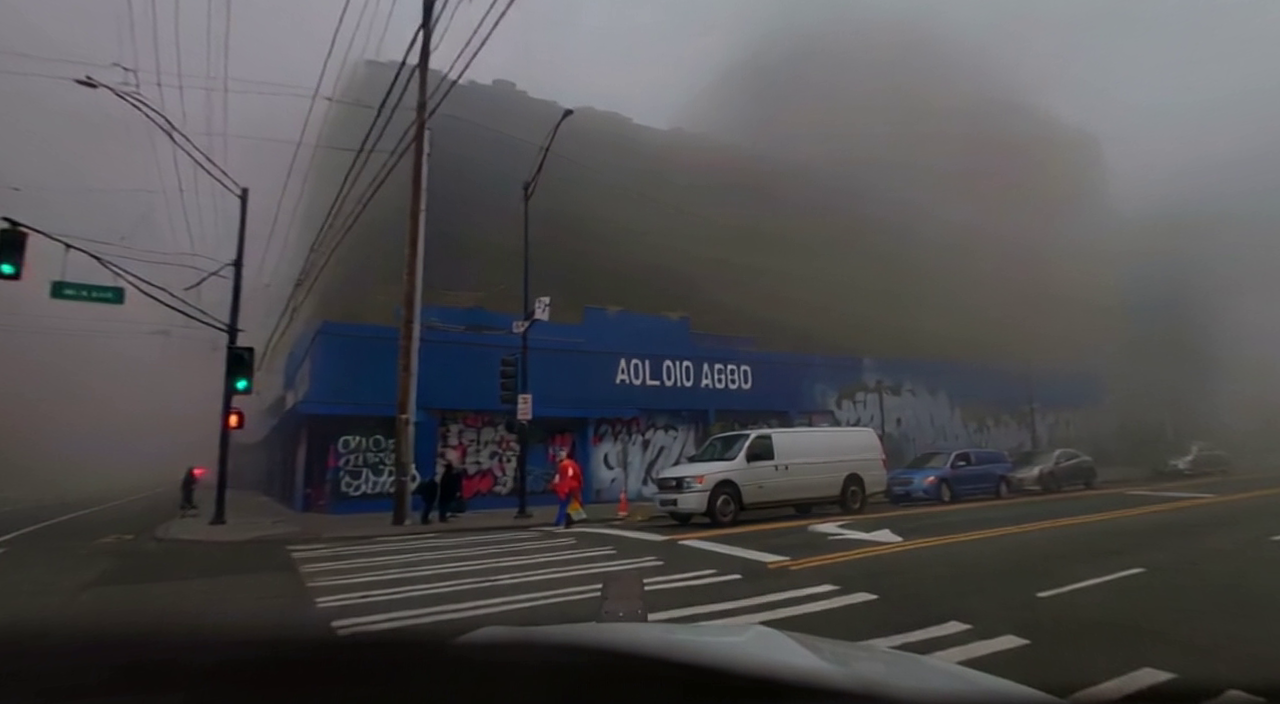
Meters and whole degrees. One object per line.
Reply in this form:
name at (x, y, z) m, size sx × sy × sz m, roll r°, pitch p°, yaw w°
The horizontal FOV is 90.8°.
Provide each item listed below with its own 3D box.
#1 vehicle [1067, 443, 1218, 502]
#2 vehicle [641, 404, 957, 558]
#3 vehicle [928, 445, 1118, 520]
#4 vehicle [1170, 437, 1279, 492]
vehicle at (15.081, 3.526, 18.921) m, size 4.619 × 1.511 × 2.010 m, roll 5°, pitch -10°, yaw -32°
vehicle at (2.743, 1.999, 10.597) m, size 4.970 × 1.972 × 2.372 m, roll 5°, pitch -10°, yaw -34°
vehicle at (9.144, 2.968, 14.994) m, size 4.672 × 1.459 × 1.938 m, roll 5°, pitch -10°, yaw -33°
vehicle at (21.719, 4.057, 23.224) m, size 4.811 × 1.807 × 1.955 m, roll 5°, pitch -10°, yaw -33°
